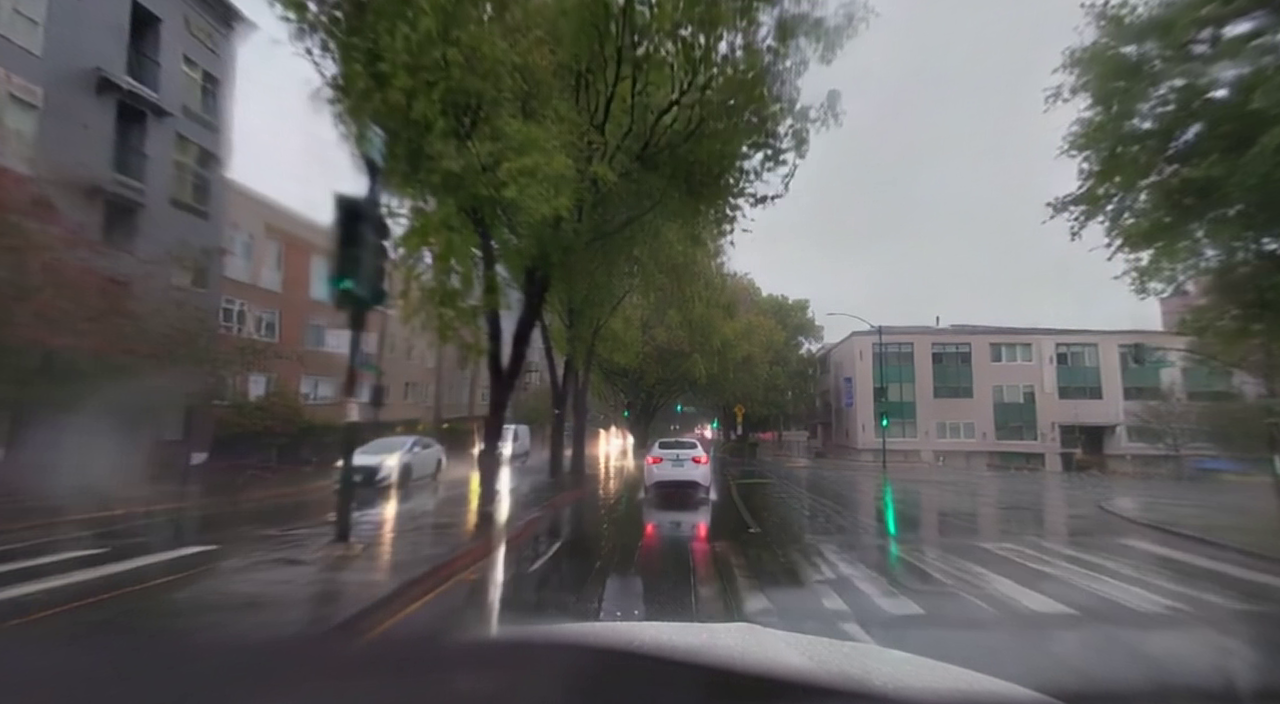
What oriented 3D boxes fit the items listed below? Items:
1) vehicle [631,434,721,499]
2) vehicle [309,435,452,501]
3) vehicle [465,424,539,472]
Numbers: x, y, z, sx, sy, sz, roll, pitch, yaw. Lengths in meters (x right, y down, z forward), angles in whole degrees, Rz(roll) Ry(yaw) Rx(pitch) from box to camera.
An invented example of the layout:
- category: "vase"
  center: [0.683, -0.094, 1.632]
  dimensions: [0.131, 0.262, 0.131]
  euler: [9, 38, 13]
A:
- category: "vehicle"
  center: [0.897, 2.775, 15.807]
  dimensions: [1.950, 1.401, 4.159]
  euler: [0, -8, 3]
- category: "vehicle"
  center: [-6.683, 2.979, 16.796]
  dimensions: [1.884, 1.509, 4.416]
  euler: [0, -8, 1]
- category: "vehicle"
  center: [-6.355, 4.455, 29.574]
  dimensions: [2.310, 2.045, 4.763]
  euler: [0, -8, 1]
